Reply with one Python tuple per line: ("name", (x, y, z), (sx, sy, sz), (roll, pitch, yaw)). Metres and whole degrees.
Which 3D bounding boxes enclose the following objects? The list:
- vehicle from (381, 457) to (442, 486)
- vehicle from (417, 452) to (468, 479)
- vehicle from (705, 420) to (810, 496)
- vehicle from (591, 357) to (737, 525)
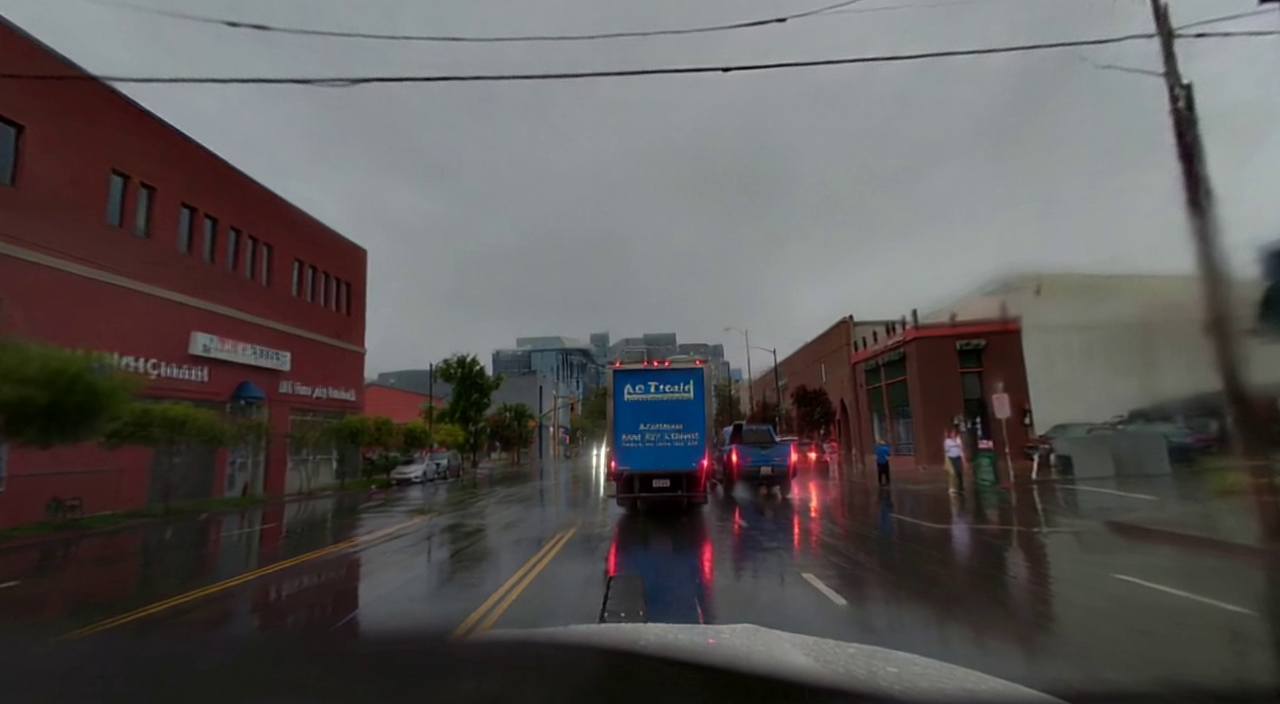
("vehicle", (-13.203, 6.906, 36.559), (1.901, 1.508, 4.405), (0, -9, 0))
("vehicle", (-13.041, 7.503, 41.789), (1.943, 1.682, 4.365), (0, -9, 0))
("vehicle", (3.478, 3.289, 19.857), (2.346, 2.062, 5.236), (0, -9, 1))
("vehicle", (0.304, 1.999, 14.130), (2.517, 2.926, 6.177), (0, -9, -2))
